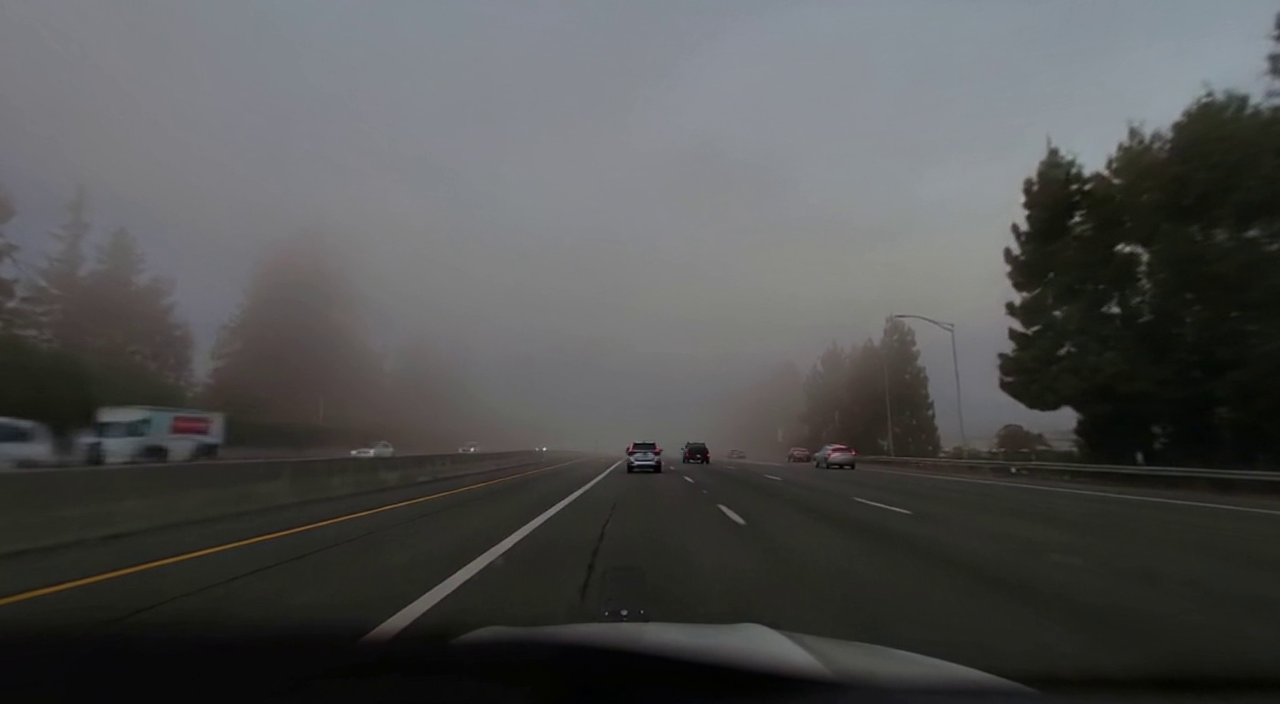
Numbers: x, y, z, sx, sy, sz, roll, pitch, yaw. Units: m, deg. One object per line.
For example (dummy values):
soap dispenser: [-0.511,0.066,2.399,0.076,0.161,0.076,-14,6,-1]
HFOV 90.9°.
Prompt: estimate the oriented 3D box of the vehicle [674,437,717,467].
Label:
vehicle: [3.856,7.108,44.954,2.505,2.020,5.532,0,-8,-1]

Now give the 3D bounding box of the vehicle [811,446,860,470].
vehicle: [12.721,6.889,41.285,1.872,1.459,4.502,0,-8,1]

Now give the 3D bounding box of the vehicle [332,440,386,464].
vehicle: [-21.824,7.782,49.217,2.021,1.772,4.697,0,-8,0]

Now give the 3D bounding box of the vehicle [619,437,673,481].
vehicle: [0.195,4.484,26.725,2.105,1.711,4.293,0,-8,-1]

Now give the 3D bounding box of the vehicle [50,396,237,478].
vehicle: [-22.167,3.928,28.838,2.729,3.252,6.969,0,-8,0]
